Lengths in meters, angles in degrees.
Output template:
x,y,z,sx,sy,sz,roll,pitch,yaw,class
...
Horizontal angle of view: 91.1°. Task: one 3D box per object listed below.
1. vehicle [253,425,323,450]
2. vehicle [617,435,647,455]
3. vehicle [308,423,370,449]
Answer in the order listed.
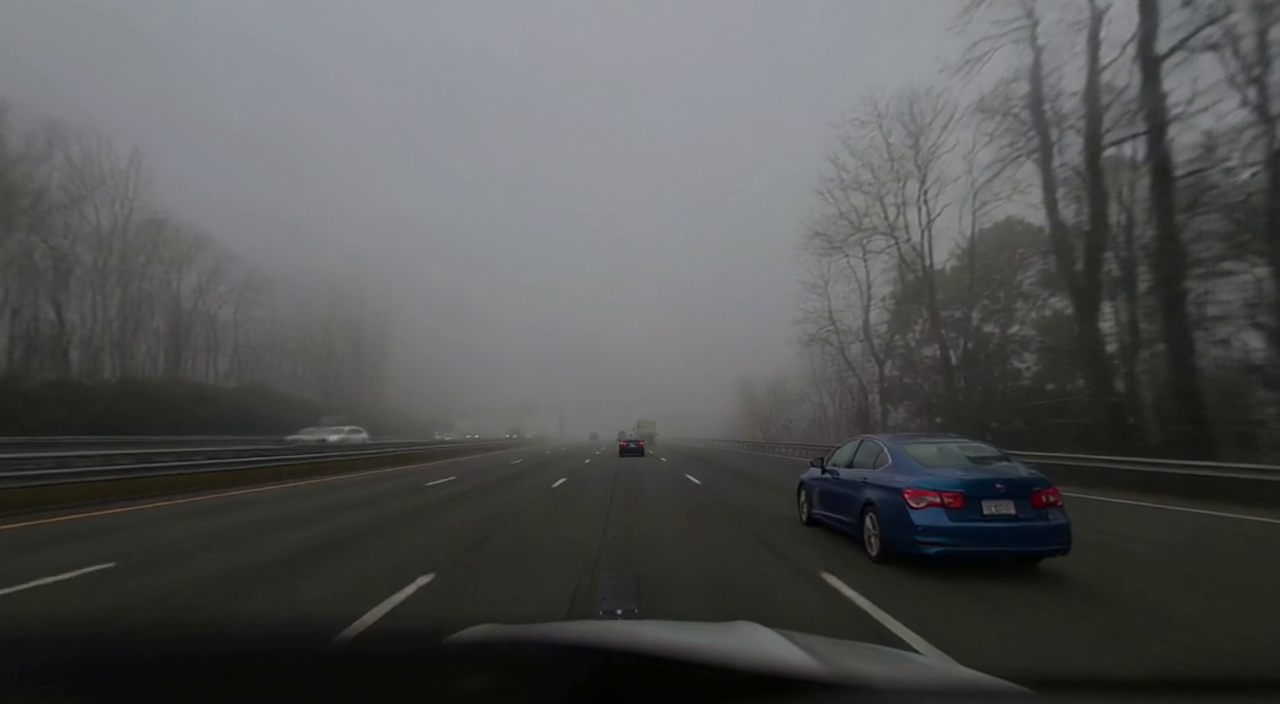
x,y,z,sx,sy,sz,roll,pitch,yaw,class
-22.555,5.501,40.513,2.016,1.544,4.478,0,-8,-1,vehicle
-0.654,7.034,47.905,2.121,1.445,4.187,0,-8,-2,vehicle
-18.916,5.337,39.718,1.881,1.526,4.317,0,-8,-1,vehicle
